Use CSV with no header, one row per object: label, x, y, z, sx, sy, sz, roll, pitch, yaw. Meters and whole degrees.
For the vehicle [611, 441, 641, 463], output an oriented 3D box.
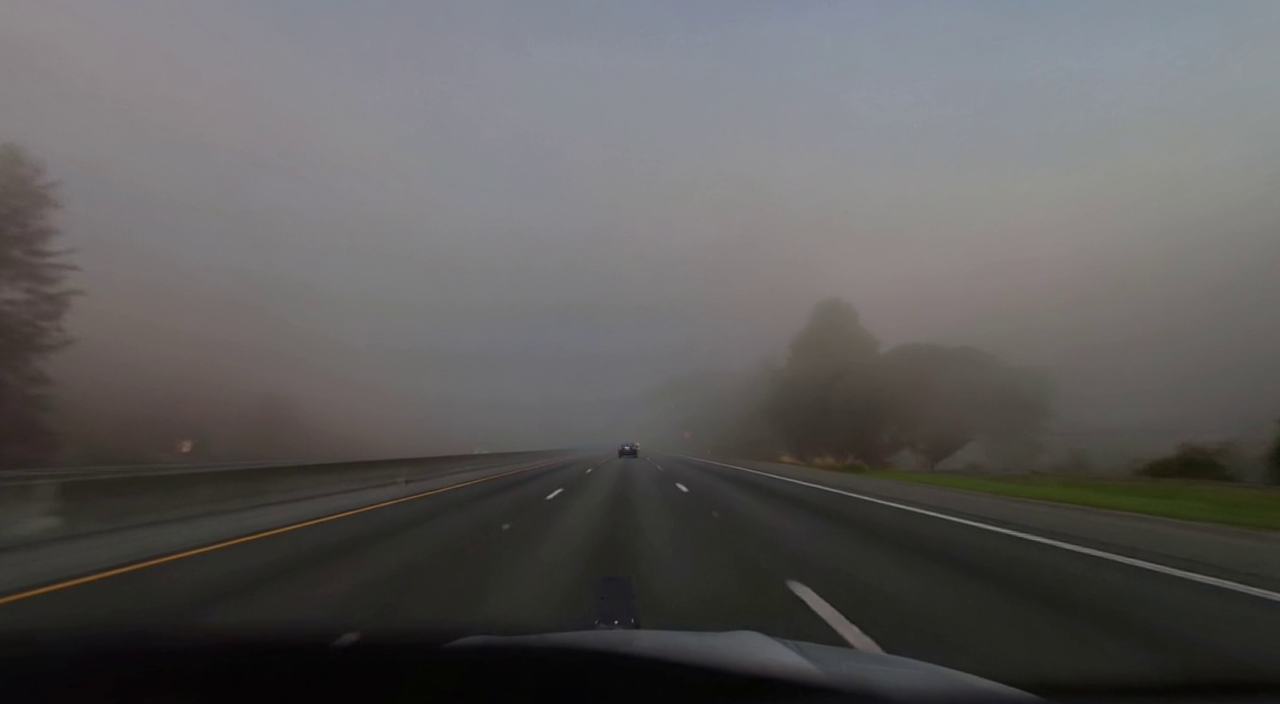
vehicle,-1.075,7.729,48.660,2.158,1.562,4.373,0,-8,-1
